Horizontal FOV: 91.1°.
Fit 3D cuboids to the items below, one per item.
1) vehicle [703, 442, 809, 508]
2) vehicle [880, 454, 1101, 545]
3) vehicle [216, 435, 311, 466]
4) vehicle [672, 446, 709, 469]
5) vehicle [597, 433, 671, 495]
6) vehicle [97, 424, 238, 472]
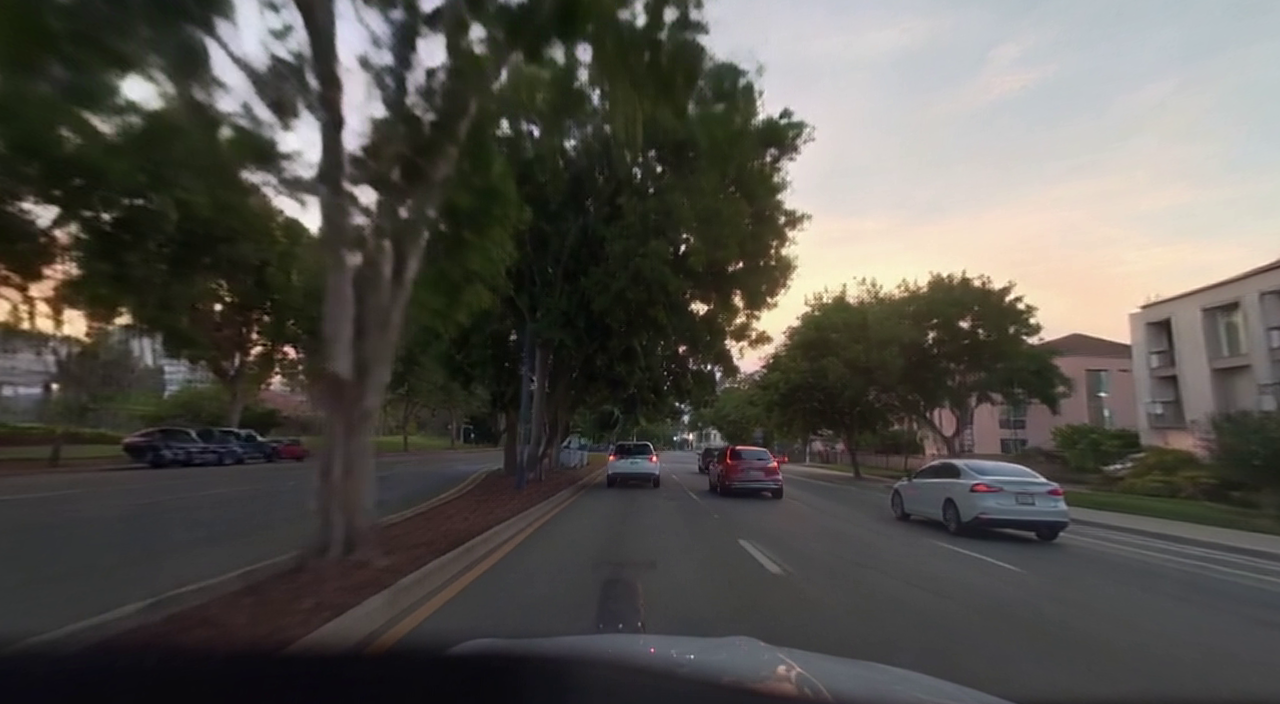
[{"bbox_3d":[2.928,3.191,16.805,1.932,1.510,4.168,0,-9,-1],"label":"vehicle"},{"bbox_3d":[6.747,2.832,12.756,1.944,1.458,4.268,0,-9,-1],"label":"vehicle"},{"bbox_3d":[-18.949,4.989,31.926,1.851,1.477,4.891,0,-9,-1],"label":"vehicle"},{"bbox_3d":[3.299,6.938,41.510,2.012,1.462,4.163,0,-9,-1],"label":"vehicle"},{"bbox_3d":[-0.162,3.395,19.360,2.008,1.674,4.239,0,-9,0],"label":"vehicle"},{"bbox_3d":[-19.097,3.922,25.735,1.903,1.768,4.985,0,-9,0],"label":"vehicle"}]
